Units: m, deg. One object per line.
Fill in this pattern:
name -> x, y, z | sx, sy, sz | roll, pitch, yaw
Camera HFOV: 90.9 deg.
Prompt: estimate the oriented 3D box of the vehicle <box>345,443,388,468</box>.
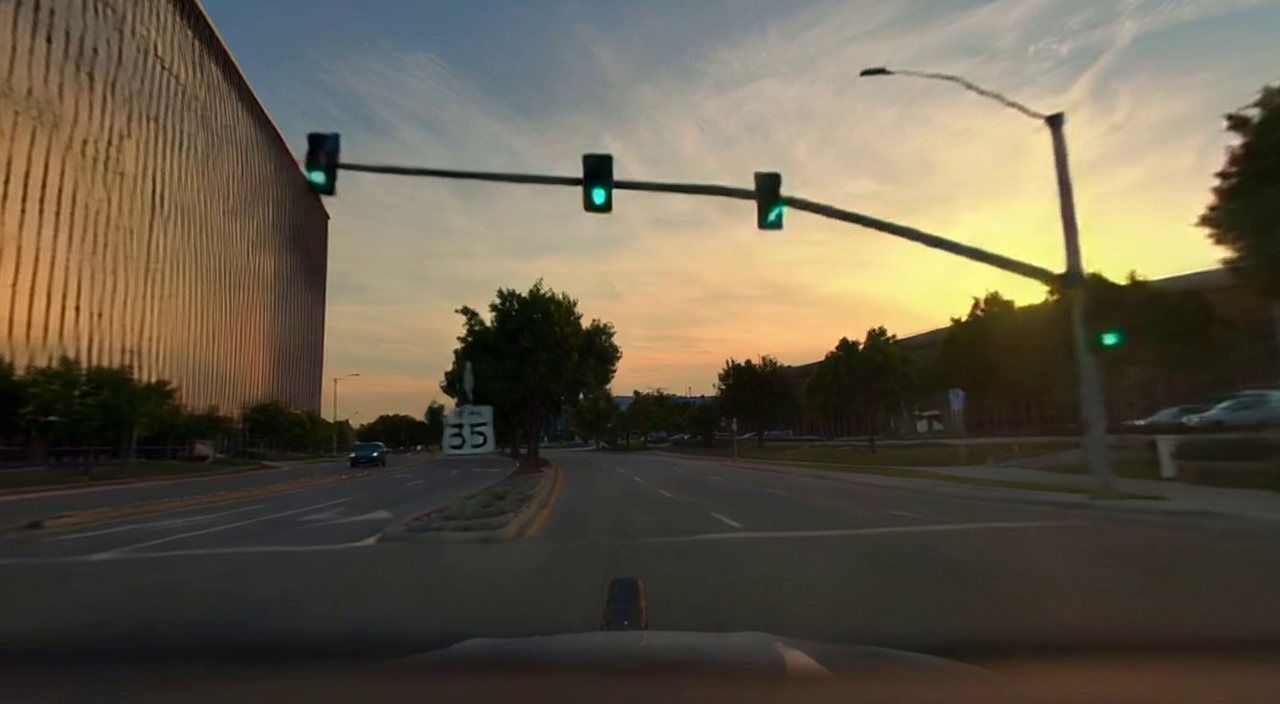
vehicle -> -21.079, 7.981, 48.724 | 2.091, 1.809, 4.550 | 2, -8, -12
